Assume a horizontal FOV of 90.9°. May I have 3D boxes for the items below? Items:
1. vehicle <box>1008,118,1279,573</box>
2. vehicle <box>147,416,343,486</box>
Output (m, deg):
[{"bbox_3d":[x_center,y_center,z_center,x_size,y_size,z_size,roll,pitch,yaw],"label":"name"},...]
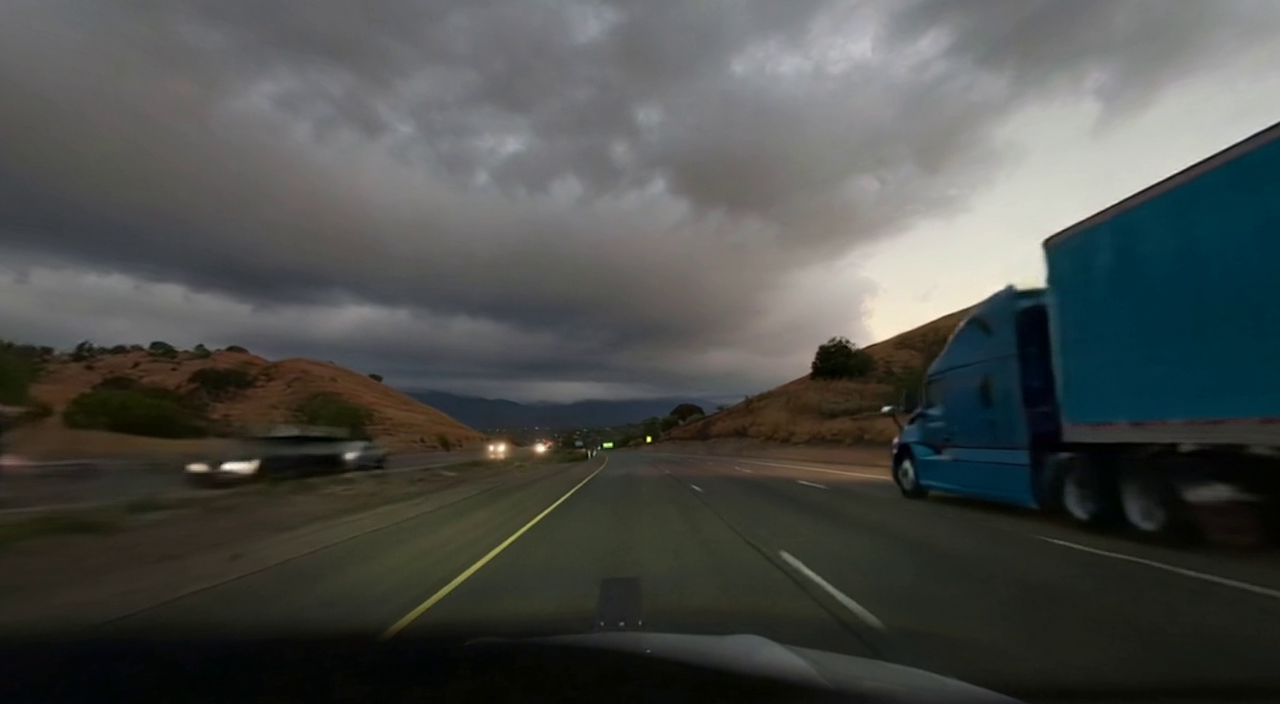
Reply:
[{"bbox_3d":[7.382,-0.631,1.804,2.923,4.182,16.345,-1,-8,0],"label":"vehicle"},{"bbox_3d":[-14.606,3.733,24.212,2.850,2.258,7.202,-1,-8,0],"label":"vehicle"}]
